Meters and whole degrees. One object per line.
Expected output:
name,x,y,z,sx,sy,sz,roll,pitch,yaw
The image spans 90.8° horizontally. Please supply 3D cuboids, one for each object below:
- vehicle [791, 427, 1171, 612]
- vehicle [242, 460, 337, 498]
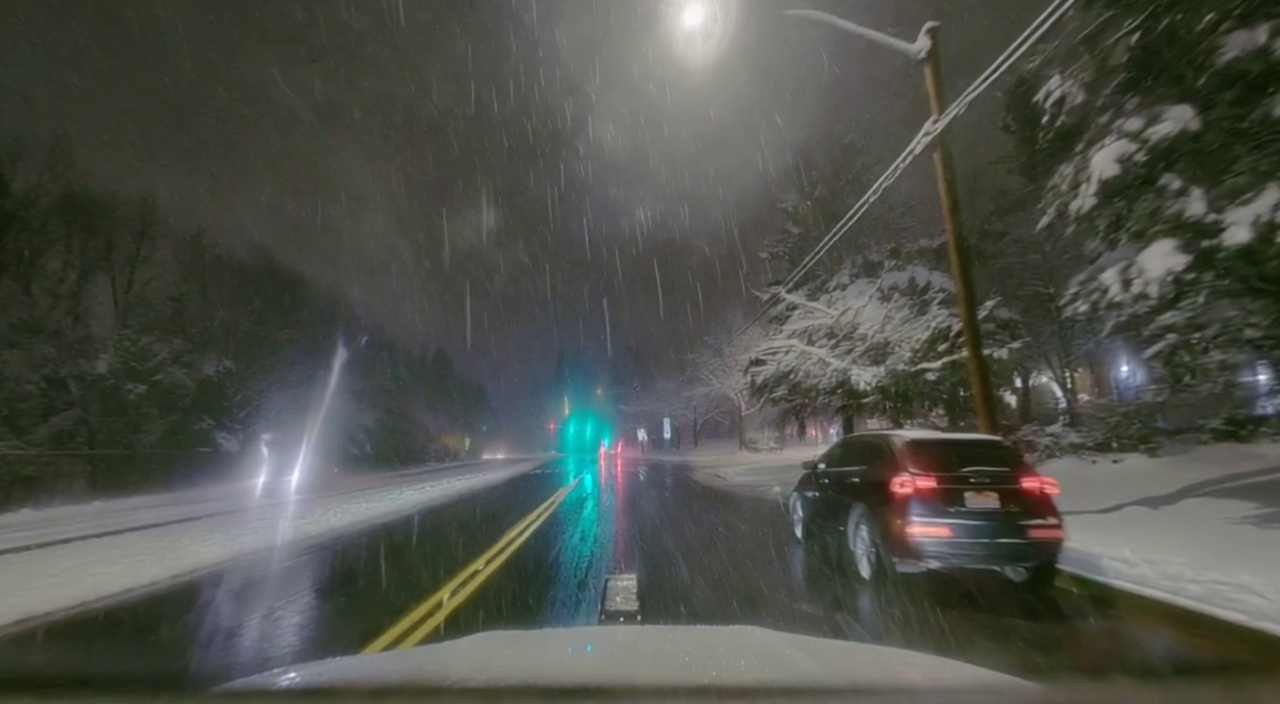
vehicle,3.354,1.710,7.458,1.989,1.504,4.342,0,-8,-1
vehicle,-15.817,5.721,28.820,1.880,1.485,4.476,0,-8,-2
